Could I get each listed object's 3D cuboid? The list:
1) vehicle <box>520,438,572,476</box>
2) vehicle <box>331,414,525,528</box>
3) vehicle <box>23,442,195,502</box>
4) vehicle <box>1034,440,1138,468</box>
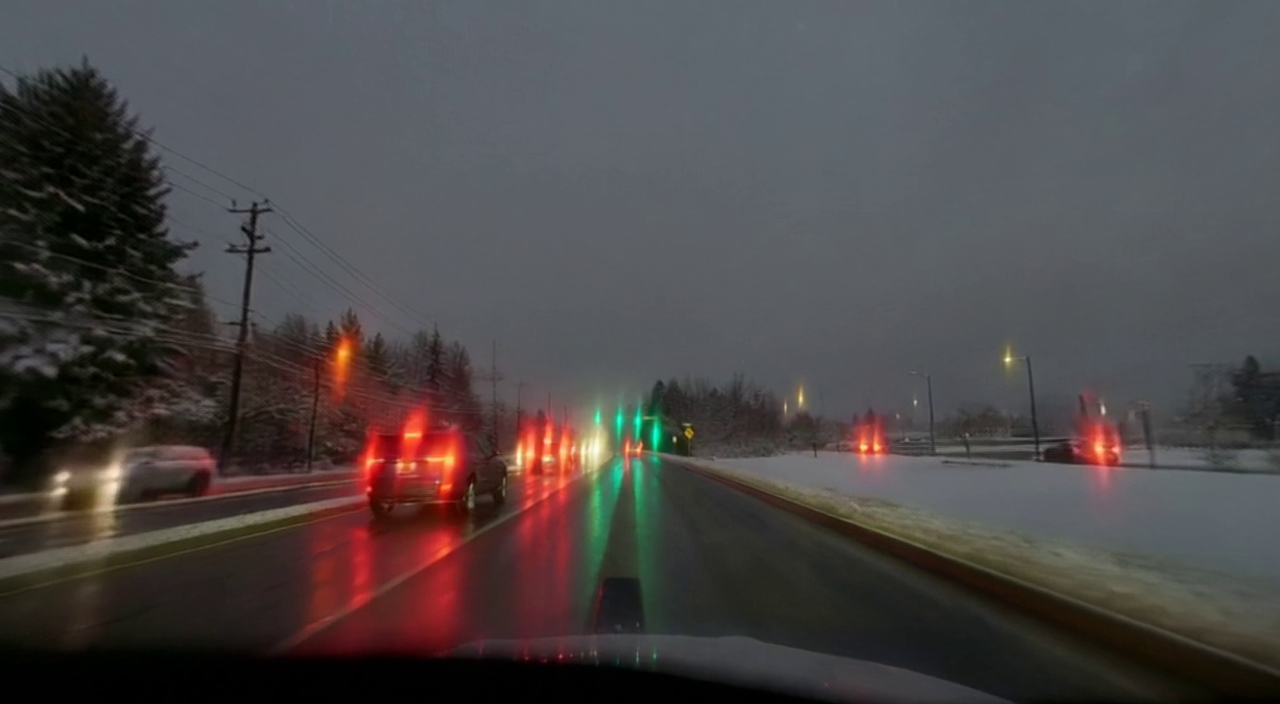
[{"bbox_3d":[-4.451,5.035,30.565,2.041,1.698,4.094,0,-9,-2],"label":"vehicle"},{"bbox_3d":[-3.793,2.243,12.382,2.189,1.807,4.467,0,-9,1],"label":"vehicle"},{"bbox_3d":[-17.178,3.846,20.802,1.928,1.618,4.377,1,-7,-2],"label":"vehicle"},{"bbox_3d":[33.431,7.727,47.821,2.436,1.877,7.681,2,-9,1],"label":"vehicle"}]
